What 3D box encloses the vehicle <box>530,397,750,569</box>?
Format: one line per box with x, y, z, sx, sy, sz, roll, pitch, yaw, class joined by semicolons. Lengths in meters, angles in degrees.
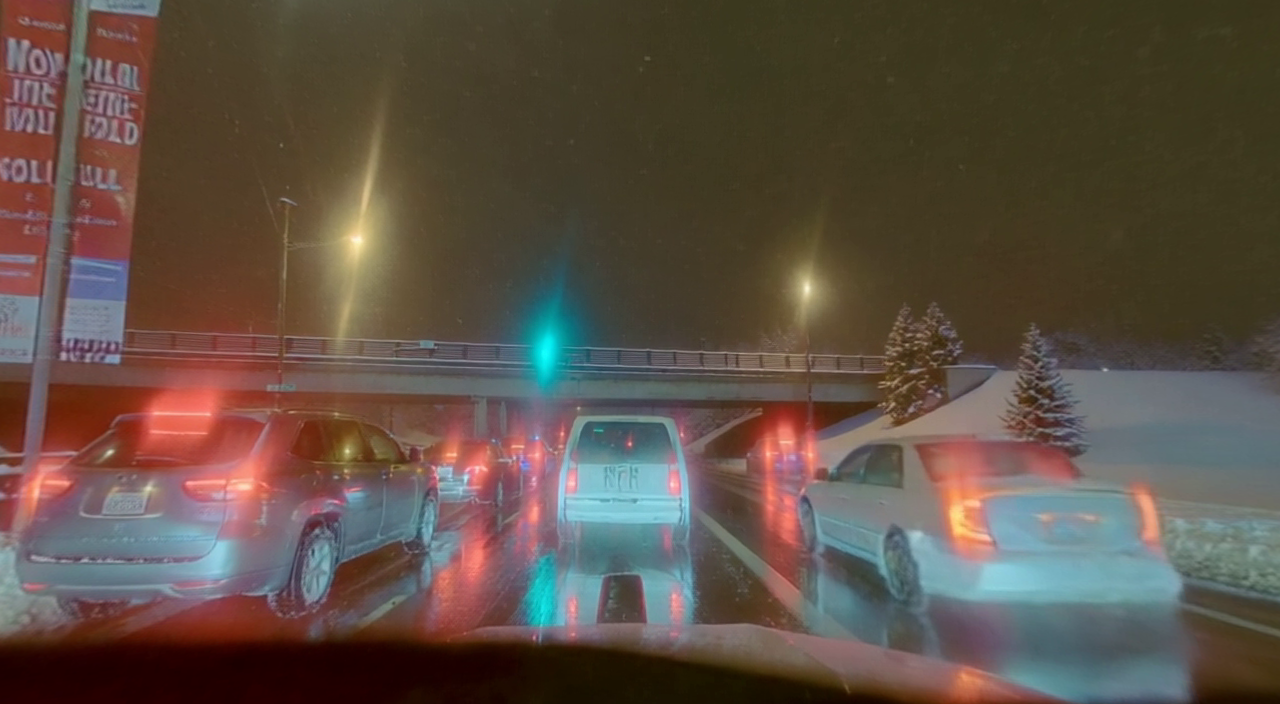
-0.086;1.766;9.211;2.409;1.864;4.471;0;-9;-2;vehicle

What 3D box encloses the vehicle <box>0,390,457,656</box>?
-3.501;1.424;6.273;2.039;1.709;4.265;0;-9;0;vehicle

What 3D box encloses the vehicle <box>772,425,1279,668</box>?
3.042;1.568;6.406;2.228;1.472;4.939;0;-9;-1;vehicle

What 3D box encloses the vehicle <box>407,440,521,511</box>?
-4.157;2.945;15.428;1.797;1.505;3.506;0;-9;0;vehicle
